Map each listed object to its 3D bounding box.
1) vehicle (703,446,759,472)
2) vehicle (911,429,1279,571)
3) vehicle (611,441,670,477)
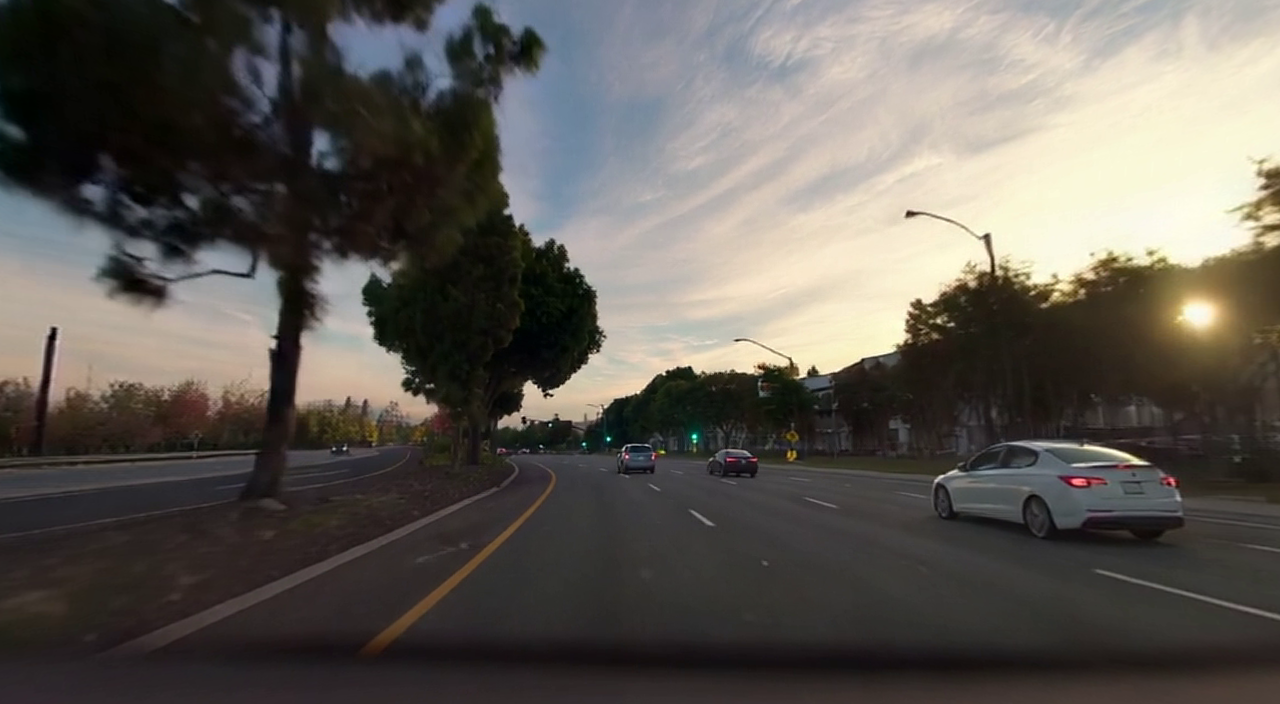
[{"bbox_3d":[5.543,6.566,39.008,1.940,1.460,4.652,2,-8,-11],"label":"vehicle"},{"bbox_3d":[5.813,1.883,8.896,1.882,1.476,4.344,0,-8,-3],"label":"vehicle"},{"bbox_3d":[-0.068,5.284,31.573,2.122,1.646,4.525,2,-8,-10],"label":"vehicle"}]
